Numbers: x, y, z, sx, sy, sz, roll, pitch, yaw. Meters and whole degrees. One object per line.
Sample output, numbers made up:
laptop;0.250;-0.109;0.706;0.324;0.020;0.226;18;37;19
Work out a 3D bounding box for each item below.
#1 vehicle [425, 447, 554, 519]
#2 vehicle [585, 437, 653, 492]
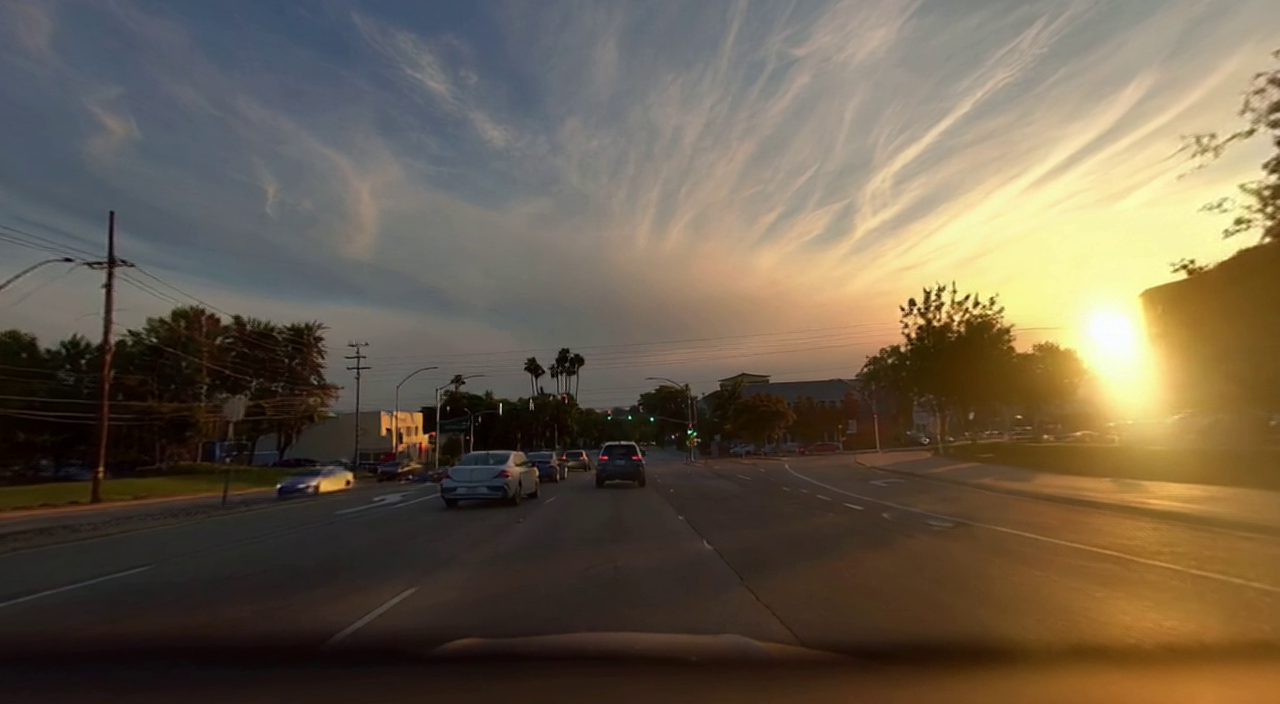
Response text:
vehicle;-3.483;3.105;15.589;2.064;1.464;4.373;0;-8;1
vehicle;-0.707;4.106;23.406;2.276;1.850;3.897;0;-8;0
